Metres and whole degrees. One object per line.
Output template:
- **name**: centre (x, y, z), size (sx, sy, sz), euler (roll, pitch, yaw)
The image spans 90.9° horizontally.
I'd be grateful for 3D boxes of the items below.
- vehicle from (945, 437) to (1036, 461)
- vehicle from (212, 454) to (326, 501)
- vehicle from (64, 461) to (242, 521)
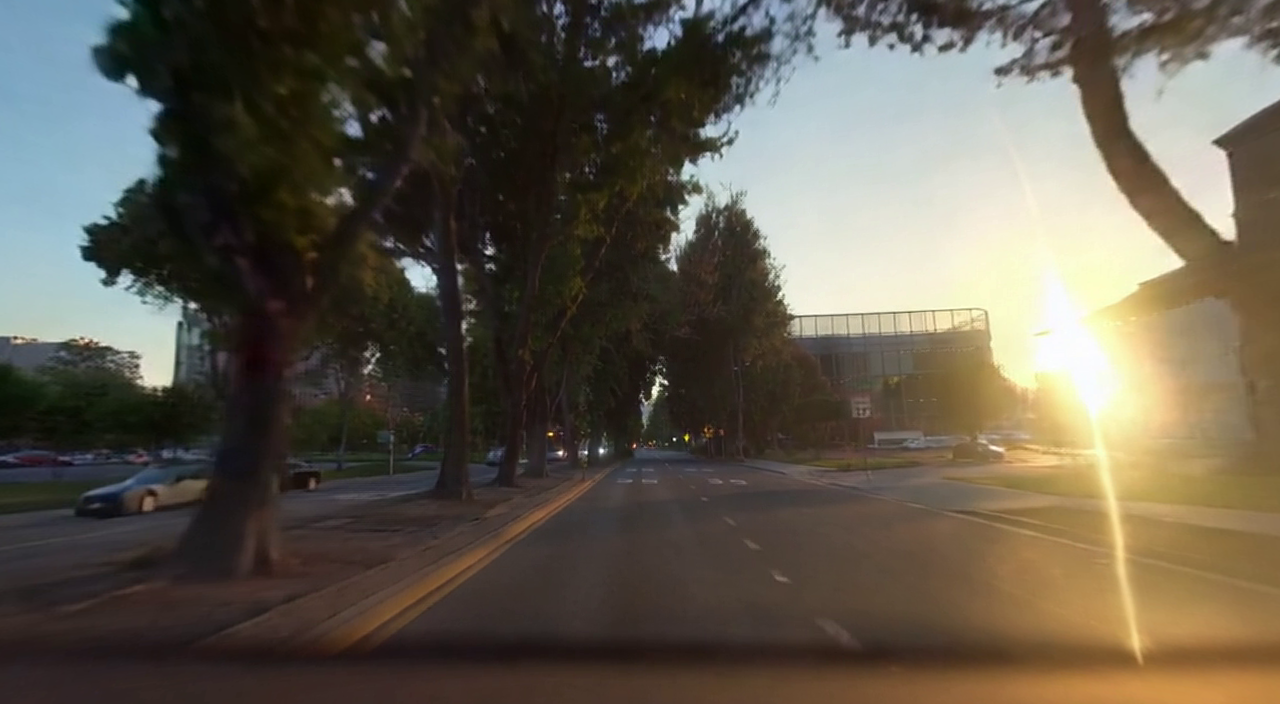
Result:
- **vehicle**: centre (21.392, 5.942, 38.580), size (4.404, 1.440, 1.900), euler (0, -8, 1)
- **vehicle**: centre (-14.013, 4.711, 24.114), size (1.816, 1.567, 3.957), euler (0, -8, 3)
- **vehicle**: centre (-14.093, 4.012, 18.642), size (1.835, 1.434, 4.325), euler (0, -8, 0)
